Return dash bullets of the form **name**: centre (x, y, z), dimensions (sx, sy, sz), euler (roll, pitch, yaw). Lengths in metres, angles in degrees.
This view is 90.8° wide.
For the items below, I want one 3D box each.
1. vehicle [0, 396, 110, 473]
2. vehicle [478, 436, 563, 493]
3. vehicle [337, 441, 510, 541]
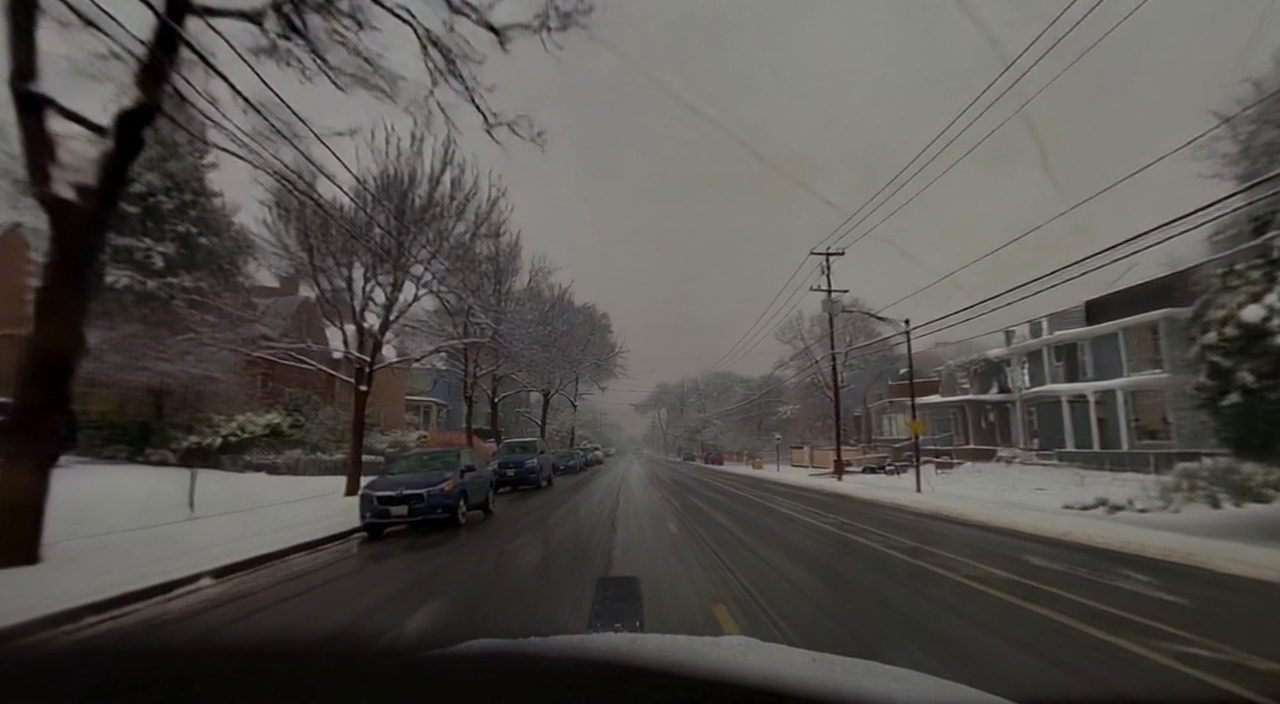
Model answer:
- **vehicle**: centre (-17.610, 2.235, 17.082), dimensions (4.465, 1.933, 2.198), euler (0, -8, -1)
- **vehicle**: centre (-4.399, 4.258, 24.271), dimensions (2.189, 1.887, 5.616), euler (-1, -9, 0)
- **vehicle**: centre (-3.893, 2.544, 12.360), dimensions (1.825, 1.542, 4.715), euler (0, -9, -1)
